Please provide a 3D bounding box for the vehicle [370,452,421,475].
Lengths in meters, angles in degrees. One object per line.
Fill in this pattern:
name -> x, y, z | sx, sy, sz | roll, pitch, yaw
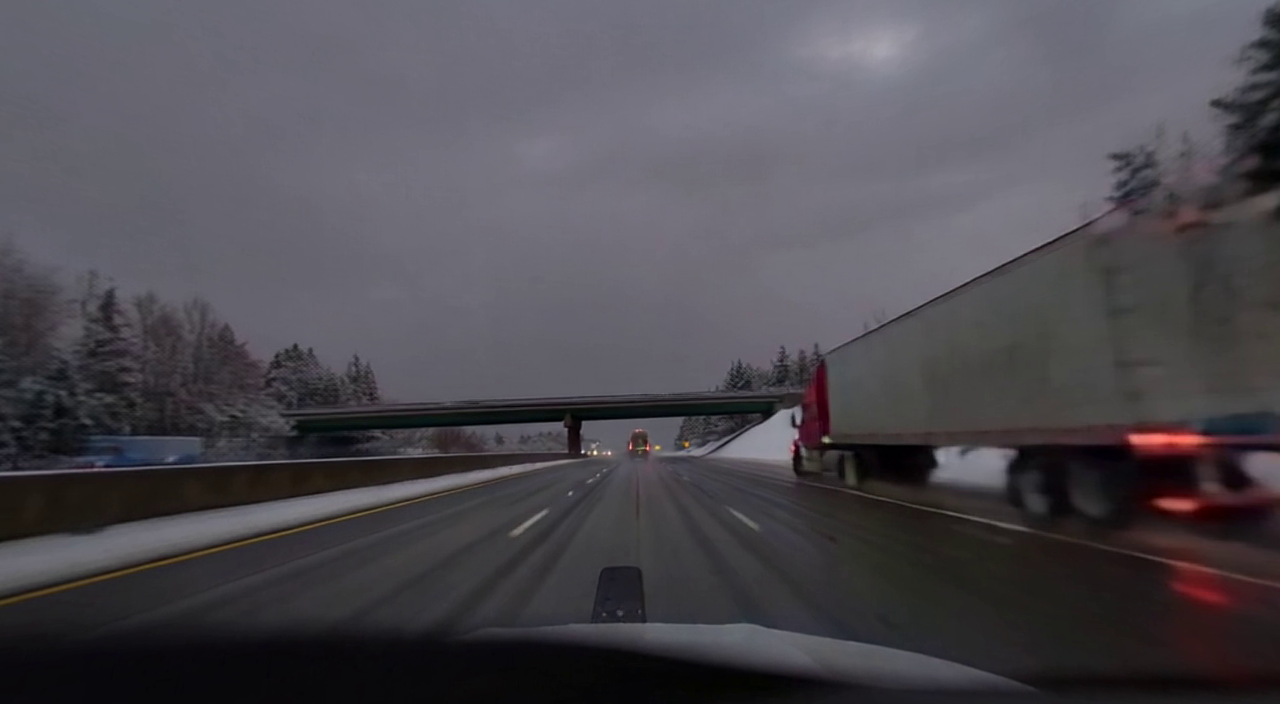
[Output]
vehicle -> -16.727, 7.611, 43.380 | 1.789, 1.473, 4.215 | 0, -9, 0

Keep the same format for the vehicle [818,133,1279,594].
vehicle -> 7.164, 1.167, 12.722 | 2.937, 4.105, 14.800 | 0, -9, 1

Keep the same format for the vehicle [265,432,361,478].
vehicle -> -21.181, 6.733, 41.408 | 2.287, 2.687, 7.408 | 0, -9, 0
